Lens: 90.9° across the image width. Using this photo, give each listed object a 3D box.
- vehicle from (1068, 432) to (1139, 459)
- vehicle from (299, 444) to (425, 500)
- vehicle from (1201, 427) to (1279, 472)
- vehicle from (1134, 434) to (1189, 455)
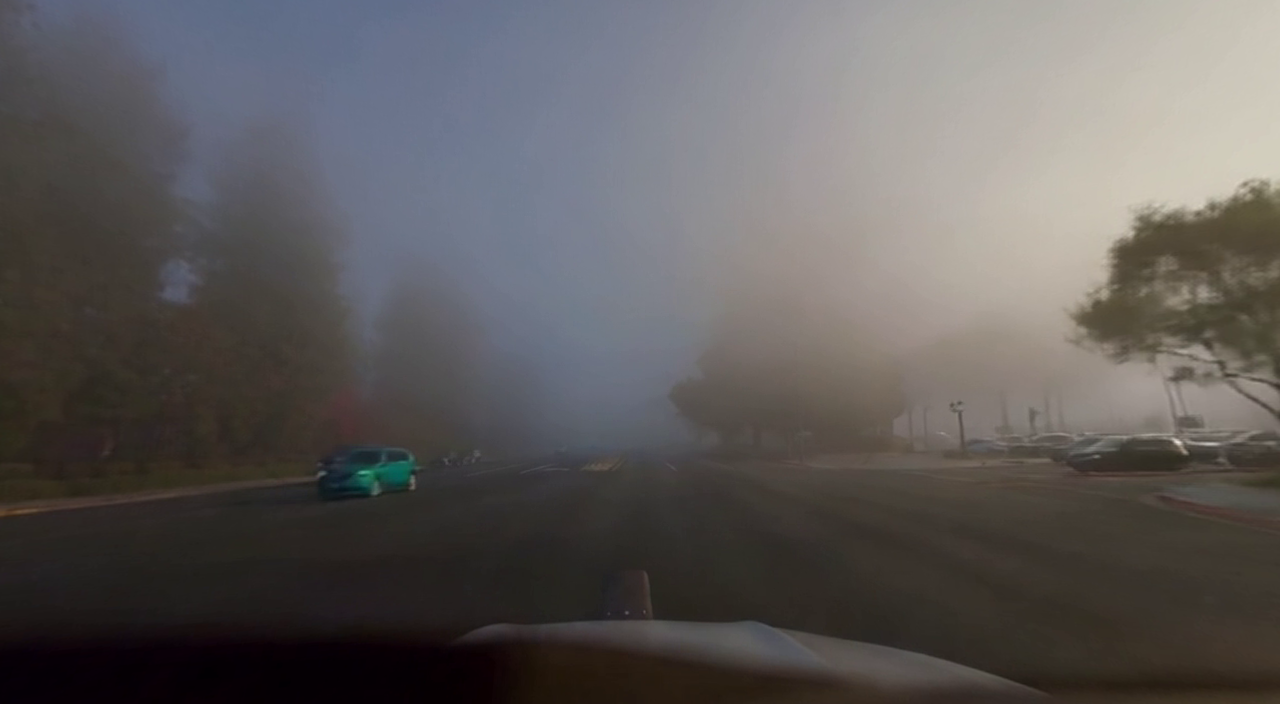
[{"bbox_3d":[30.172,6.075,40.961,5.036,1.698,2.031,6,-10,-34],"label":"vehicle"},{"bbox_3d":[-8.283,3.580,19.234,1.911,1.499,4.032,0,-8,2],"label":"vehicle"},{"bbox_3d":[24.882,3.931,25.598,4.512,1.648,1.938,6,-10,-34],"label":"vehicle"},{"bbox_3d":[38.571,6.819,46.550,3.920,1.437,1.914,5,-10,-33],"label":"vehicle"}]
